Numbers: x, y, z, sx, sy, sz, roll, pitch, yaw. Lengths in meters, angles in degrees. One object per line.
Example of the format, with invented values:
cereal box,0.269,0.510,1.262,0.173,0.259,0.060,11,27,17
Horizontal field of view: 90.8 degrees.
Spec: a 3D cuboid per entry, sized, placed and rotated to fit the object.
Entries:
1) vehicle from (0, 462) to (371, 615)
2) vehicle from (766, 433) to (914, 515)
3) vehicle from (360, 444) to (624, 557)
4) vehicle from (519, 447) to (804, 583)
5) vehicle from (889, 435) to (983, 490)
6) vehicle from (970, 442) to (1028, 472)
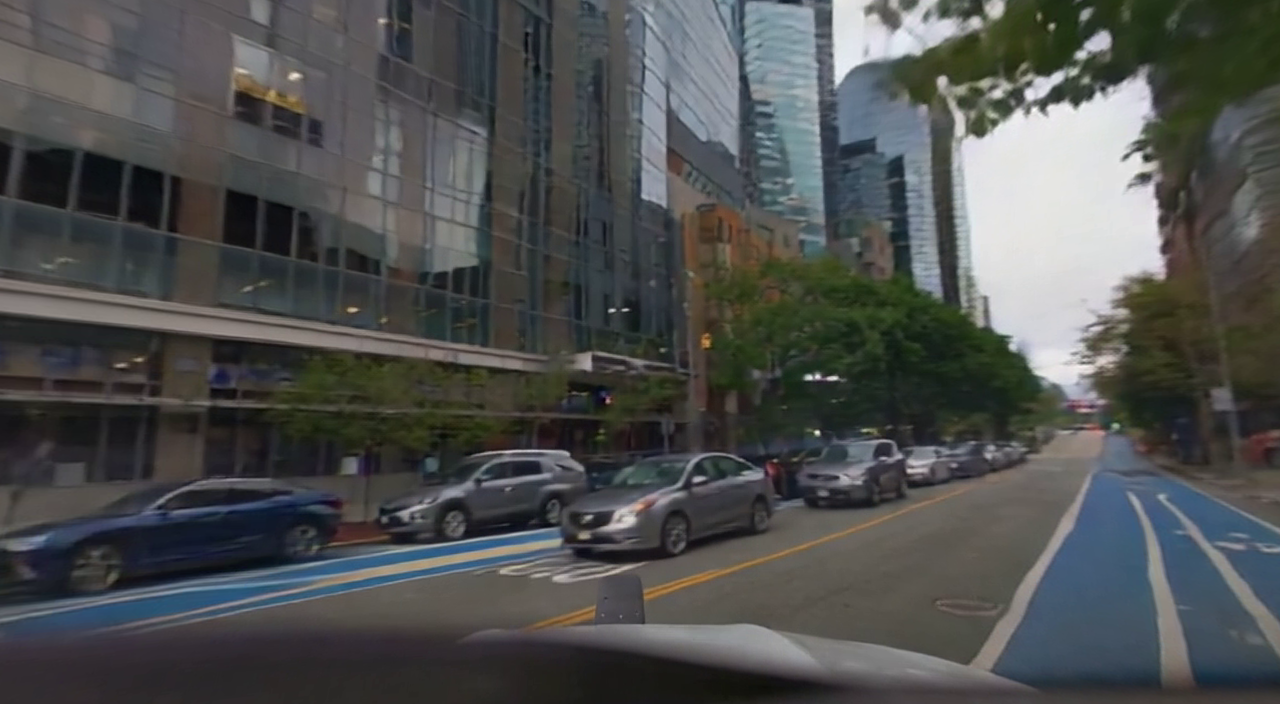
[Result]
vehicle,-7.112,2.810,10.245,1.996,1.732,4.705,-14,-15,34
vehicle,5.362,3.145,16.544,2.173,1.814,4.573,-10,-13,35
vehicle,-3.268,3.438,15.368,2.348,2.086,6.107,-15,-15,34
vehicle,0.630,2.307,10.012,2.017,1.558,4.888,-7,-11,37
vehicle,11.250,4.101,23.844,2.225,1.848,4.472,-7,-11,37
vehicle,21.155,6.130,37.103,2.266,1.621,4.783,-7,-11,36
